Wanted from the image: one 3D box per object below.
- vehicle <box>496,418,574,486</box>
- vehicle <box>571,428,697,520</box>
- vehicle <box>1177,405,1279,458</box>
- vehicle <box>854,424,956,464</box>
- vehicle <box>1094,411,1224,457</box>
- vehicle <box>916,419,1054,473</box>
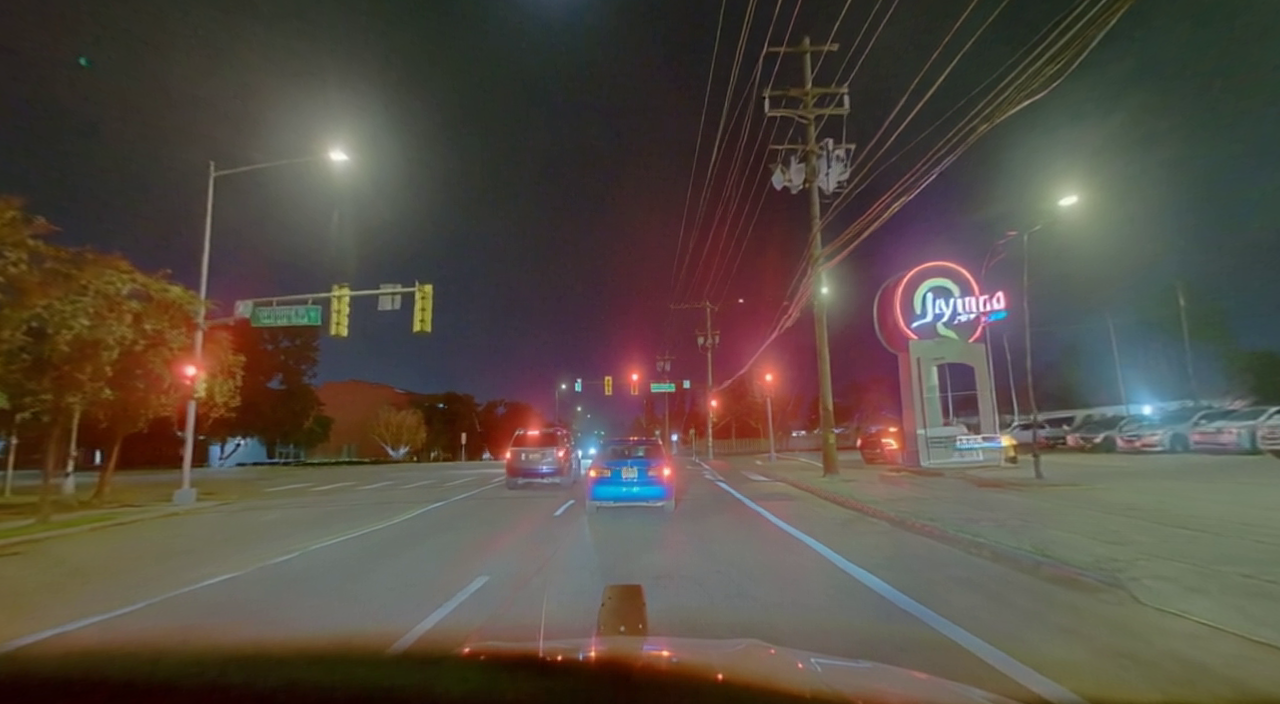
[{"bbox_3d":[-3.148,3.119,19.863,2.106,1.852,4.512,1,-8,-6],"label":"vehicle"},{"bbox_3d":[-0.167,2.325,12.559,2.070,1.481,4.216,0,-8,-2],"label":"vehicle"},{"bbox_3d":[19.542,2.568,20.177,4.129,1.512,2.003,4,-9,-27],"label":"vehicle"},{"bbox_3d":[10.587,3.732,25.642,1.842,1.471,4.481,1,-8,-6],"label":"vehicle"},{"bbox_3d":[18.652,2.952,22.626,4.446,1.511,1.977,4,-10,-29],"label":"vehicle"},{"bbox_3d":[10.467,2.912,19.581,1.888,1.455,4.268,0,-8,1],"label":"vehicle"}]
